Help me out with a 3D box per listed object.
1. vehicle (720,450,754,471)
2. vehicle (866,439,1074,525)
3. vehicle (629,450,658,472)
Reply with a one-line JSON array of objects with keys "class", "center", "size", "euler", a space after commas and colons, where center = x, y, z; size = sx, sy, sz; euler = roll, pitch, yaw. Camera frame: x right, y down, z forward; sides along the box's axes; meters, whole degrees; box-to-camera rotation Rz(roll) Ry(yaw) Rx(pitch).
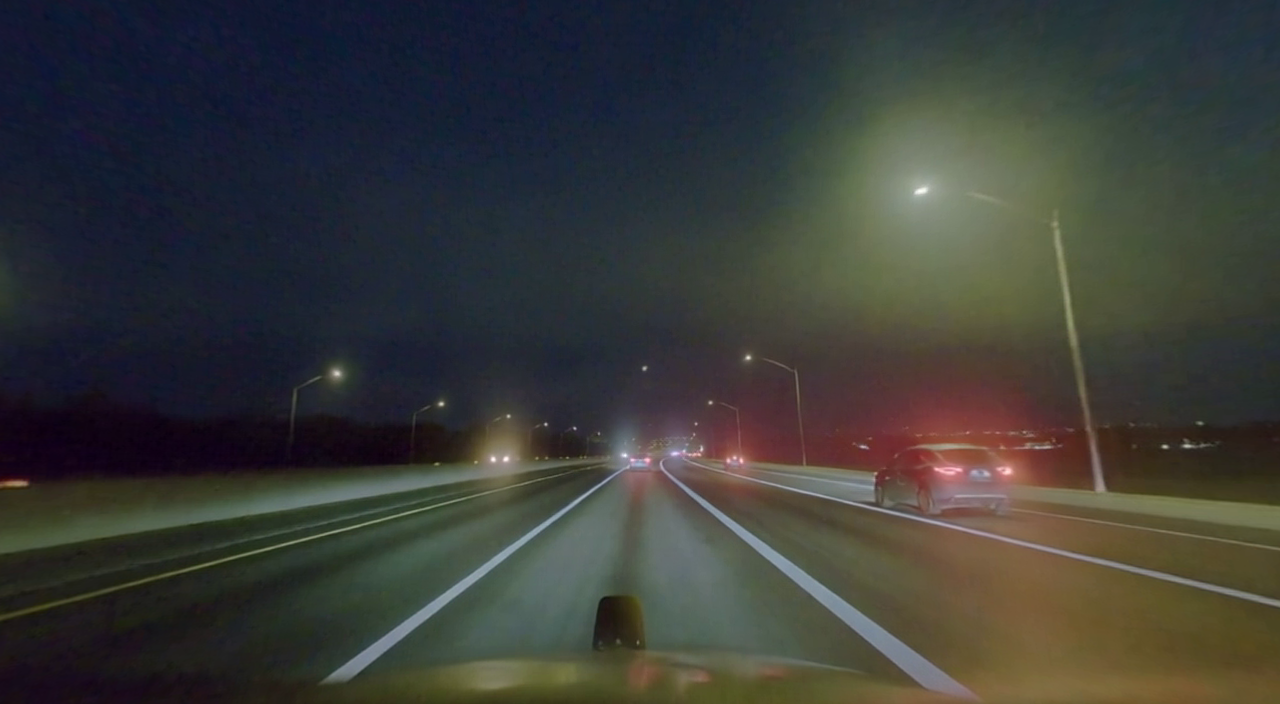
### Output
[{"class": "vehicle", "center": [7.280, 8.189, 47.495], "size": [1.941, 1.485, 3.701], "euler": [0, -9, -1]}, {"class": "vehicle", "center": [6.838, 2.726, 13.732], "size": [2.008, 1.533, 4.592], "euler": [0, -9, -1]}, {"class": "vehicle", "center": [0.235, 7.981, 45.972], "size": [2.025, 1.526, 4.181], "euler": [0, -9, 1]}]
